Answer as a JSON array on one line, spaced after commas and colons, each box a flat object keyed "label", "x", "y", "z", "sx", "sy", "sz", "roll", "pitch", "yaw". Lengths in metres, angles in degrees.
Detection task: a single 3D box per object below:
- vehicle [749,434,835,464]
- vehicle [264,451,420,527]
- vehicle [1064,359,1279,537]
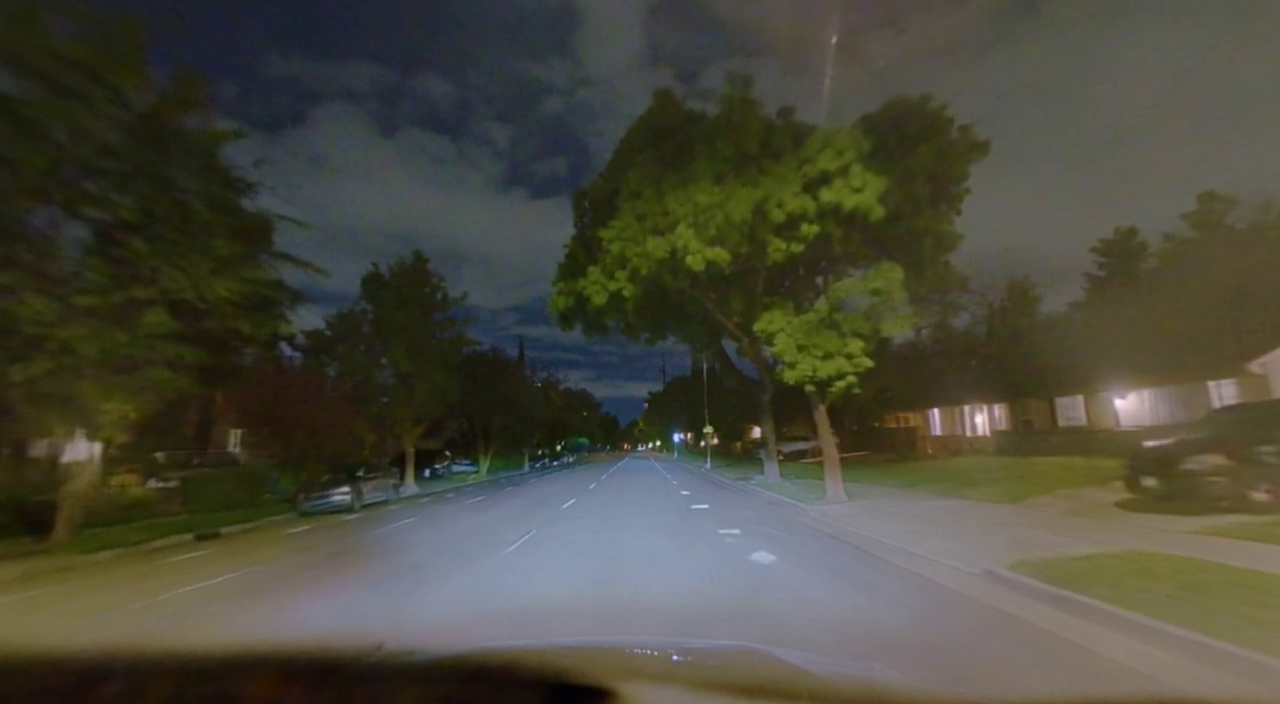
[{"label": "vehicle", "x": 8.903, "y": 5.724, "z": 37.271, "sx": 4.535, "sy": 1.697, "sz": 1.968, "roll": 0, "pitch": -9, "yaw": -1}, {"label": "vehicle", "x": -7.573, "y": 3.483, "z": 16.657, "sx": 1.973, "sy": 1.500, "sz": 4.781, "roll": -5, "pitch": -9, "yaw": -3}, {"label": "vehicle", "x": 9.032, "y": 1.096, "z": 8.352, "sx": 5.221, "sy": 1.958, "sz": 1.992, "roll": -4, "pitch": -9, "yaw": 0}]
